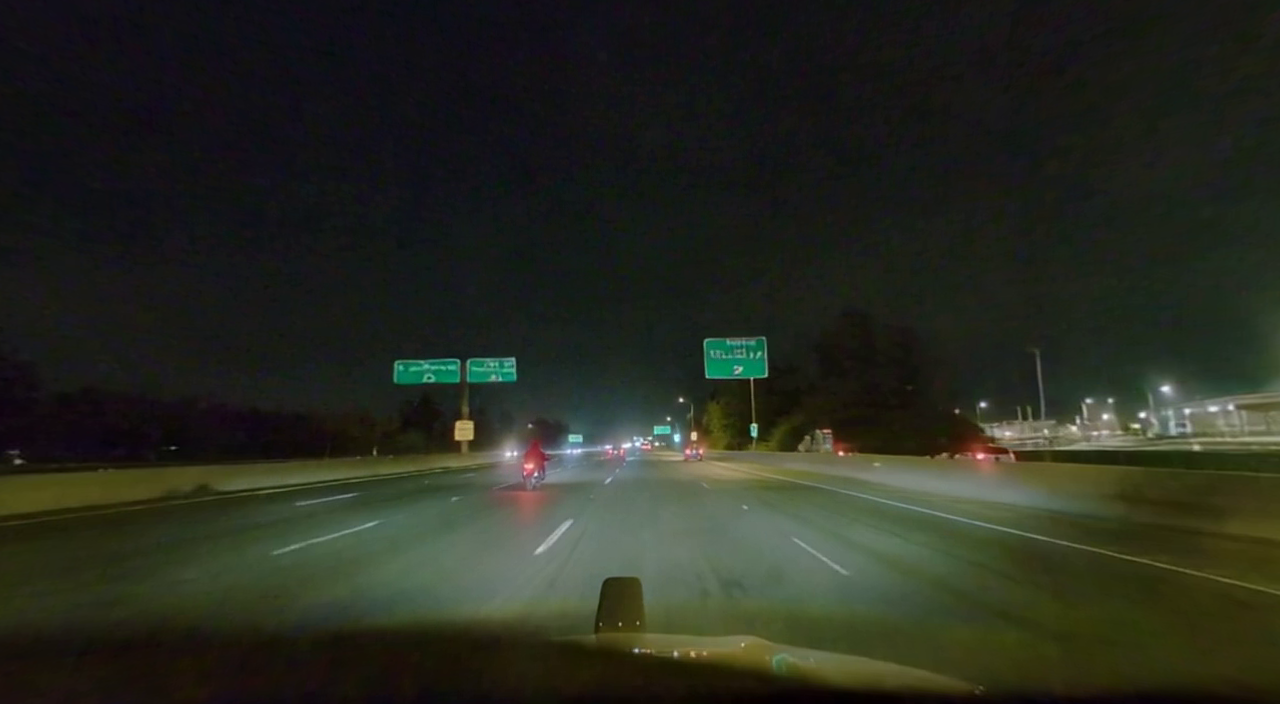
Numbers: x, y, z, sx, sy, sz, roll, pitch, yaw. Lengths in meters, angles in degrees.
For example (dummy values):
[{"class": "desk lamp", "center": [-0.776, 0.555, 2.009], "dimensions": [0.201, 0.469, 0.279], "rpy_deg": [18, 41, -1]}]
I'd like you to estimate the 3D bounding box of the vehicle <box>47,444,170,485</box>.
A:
[{"class": "vehicle", "center": [-20.391, 4.313, 24.375], "dimensions": [1.597, 1.447, 3.602], "rpy_deg": [0, -9, 0]}]
